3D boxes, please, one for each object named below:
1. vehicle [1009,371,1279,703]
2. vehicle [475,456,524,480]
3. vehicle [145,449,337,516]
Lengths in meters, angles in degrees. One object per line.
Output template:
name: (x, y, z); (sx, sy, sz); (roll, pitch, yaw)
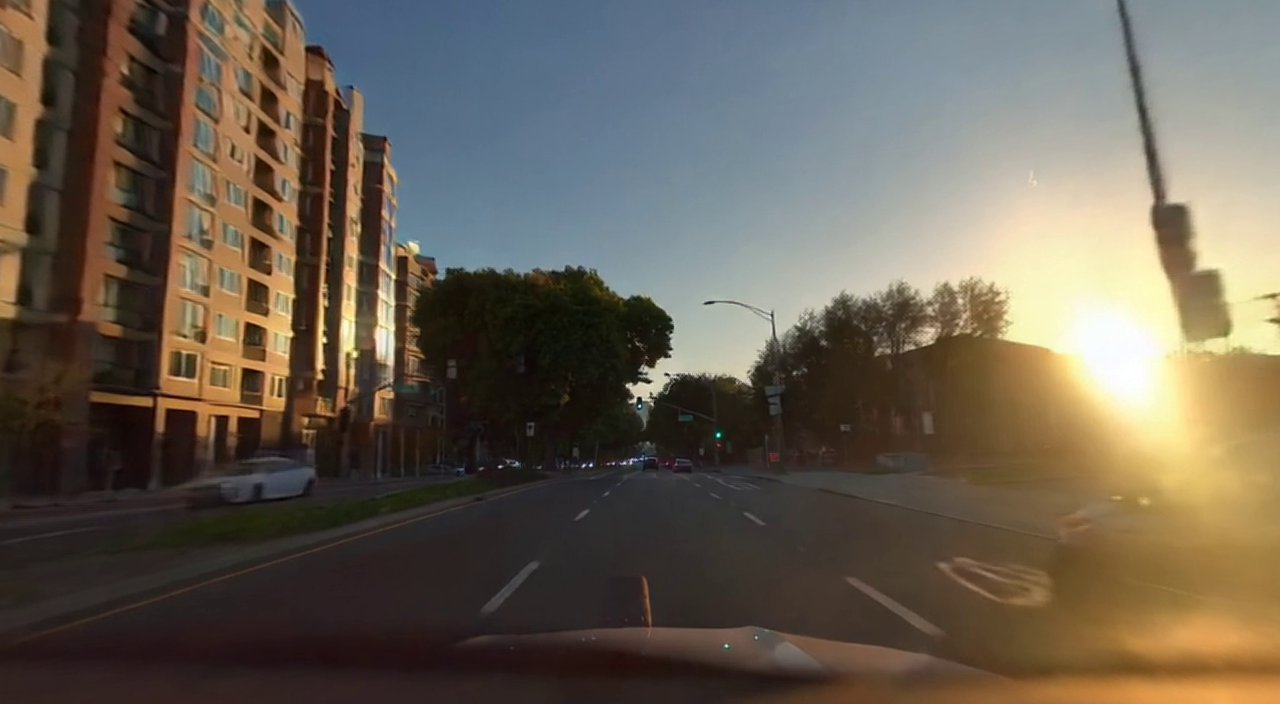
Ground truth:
vehicle: (3.614, 0.854, 2.440); (1.949, 1.583, 3.996); (0, -9, 1)
vehicle: (-9.542, 7.894, 43.096); (2.004, 1.469, 4.724); (-1, -9, 3)
vehicle: (-10.375, 3.385, 16.965); (1.957, 1.482, 4.706); (0, -9, 2)
